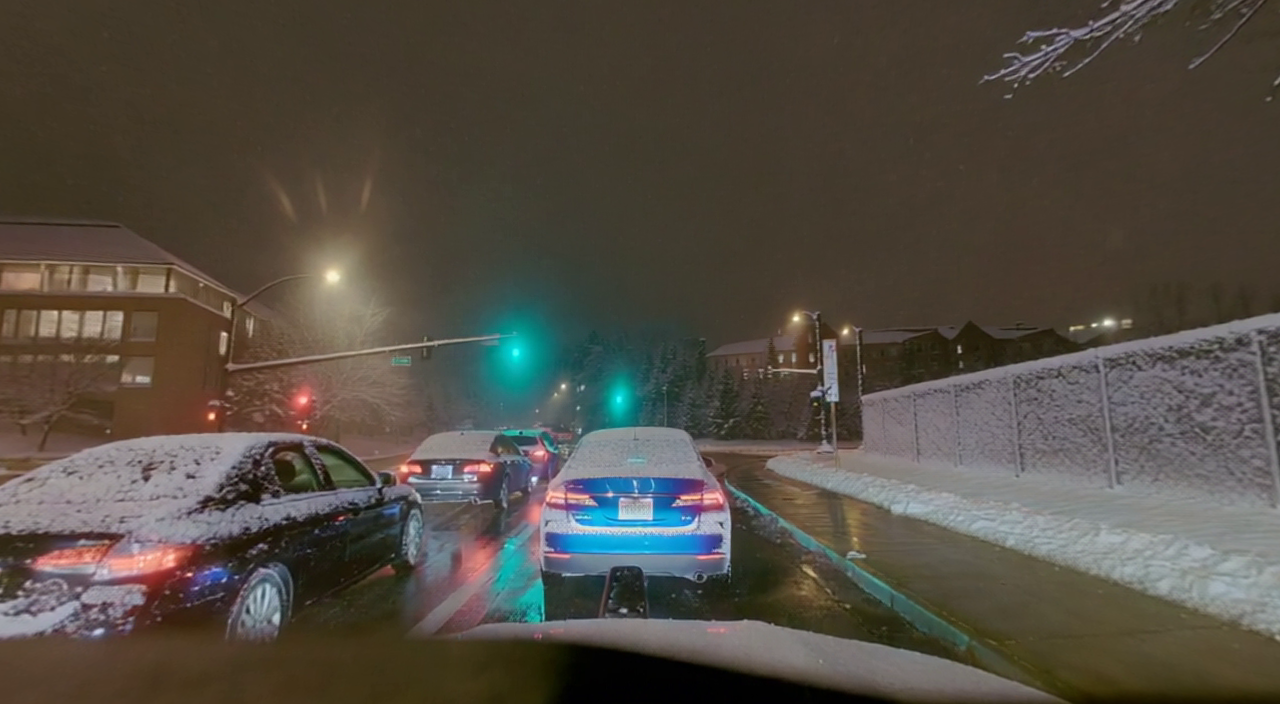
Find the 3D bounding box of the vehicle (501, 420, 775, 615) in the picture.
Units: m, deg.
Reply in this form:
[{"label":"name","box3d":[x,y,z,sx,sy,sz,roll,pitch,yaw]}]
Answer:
[{"label":"vehicle","box3d":[-0.014,1.603,7.019,2.144,1.514,4.063,0,-9,0]}]

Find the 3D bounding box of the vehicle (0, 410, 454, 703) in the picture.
[{"label":"vehicle","box3d":[-3.203,1.335,4.954,1.971,1.488,4.581,0,-9,1]}]
